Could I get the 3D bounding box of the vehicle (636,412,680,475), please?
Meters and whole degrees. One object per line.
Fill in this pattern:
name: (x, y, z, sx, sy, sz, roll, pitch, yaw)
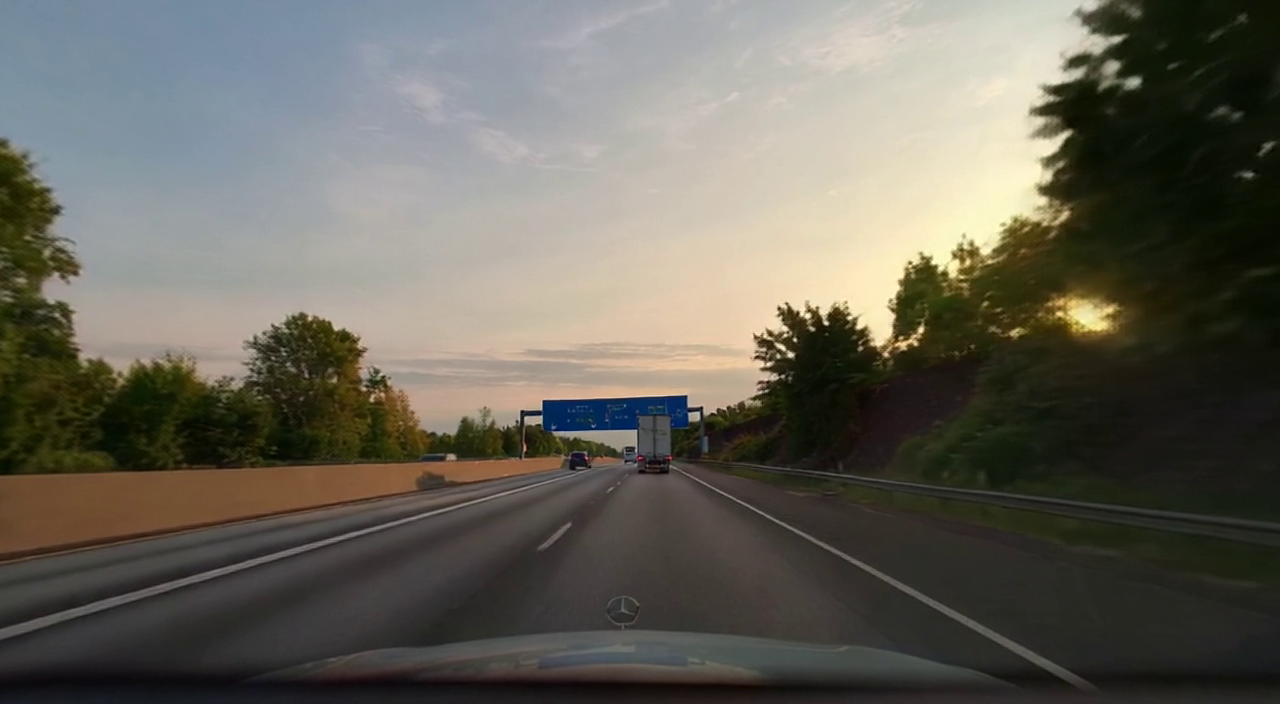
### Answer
vehicle: (1.206, 7.138, 48.308, 2.901, 4.032, 14.338, 0, -9, 0)
